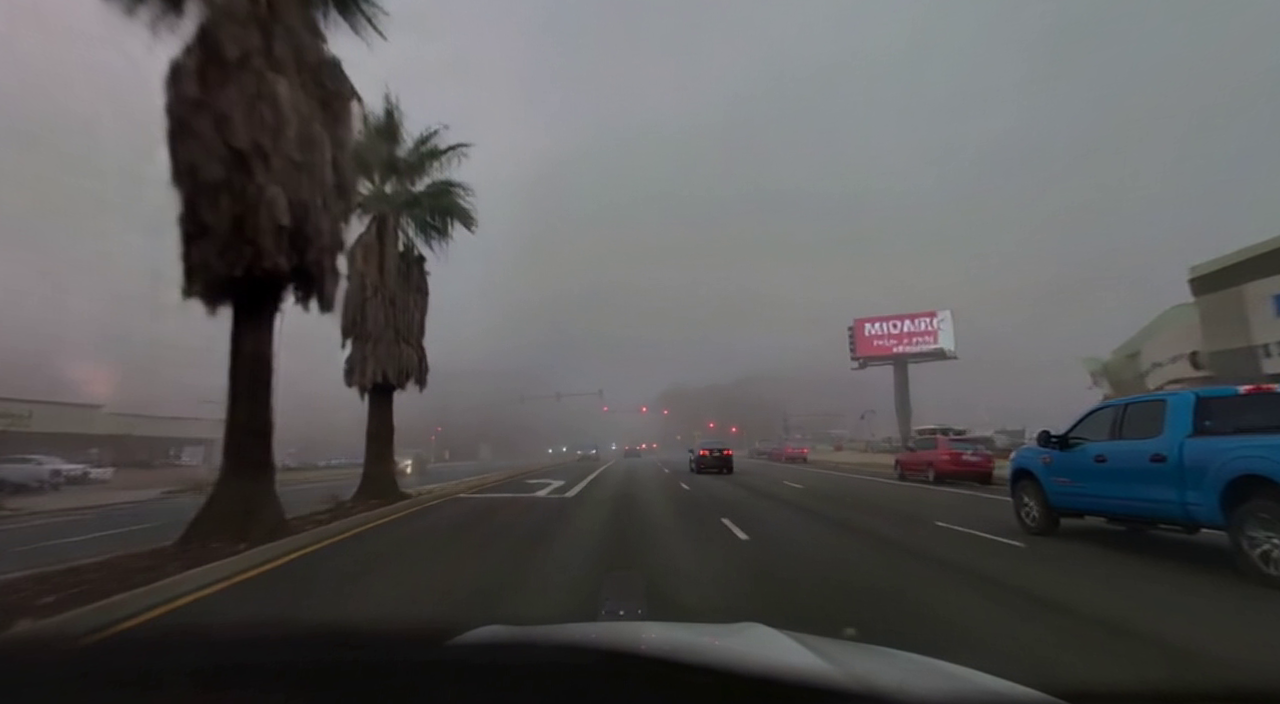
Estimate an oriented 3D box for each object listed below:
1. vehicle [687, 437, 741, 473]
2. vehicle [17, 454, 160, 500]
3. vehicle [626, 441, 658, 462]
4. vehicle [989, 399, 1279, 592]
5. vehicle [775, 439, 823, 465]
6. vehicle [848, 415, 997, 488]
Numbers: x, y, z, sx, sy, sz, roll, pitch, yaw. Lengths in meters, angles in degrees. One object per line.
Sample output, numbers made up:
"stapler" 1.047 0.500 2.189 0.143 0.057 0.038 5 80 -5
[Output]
"vehicle" 3.346 4.751 29.358 1.889 1.541 4.303 0 -9 -1
"vehicle" -24.087 5.450 27.930 2.029 1.740 4.856 0 -9 -2
"vehicle" 0.164 7.435 47.209 2.258 1.468 4.076 0 -9 0
"vehicle" 6.436 1.437 6.898 2.140 1.606 5.437 0 -9 0
"vehicle" 10.511 6.645 42.126 1.965 1.573 4.308 0 -9 -1
"vehicle" 10.265 3.709 23.889 2.555 2.184 6.973 3 -8 1
